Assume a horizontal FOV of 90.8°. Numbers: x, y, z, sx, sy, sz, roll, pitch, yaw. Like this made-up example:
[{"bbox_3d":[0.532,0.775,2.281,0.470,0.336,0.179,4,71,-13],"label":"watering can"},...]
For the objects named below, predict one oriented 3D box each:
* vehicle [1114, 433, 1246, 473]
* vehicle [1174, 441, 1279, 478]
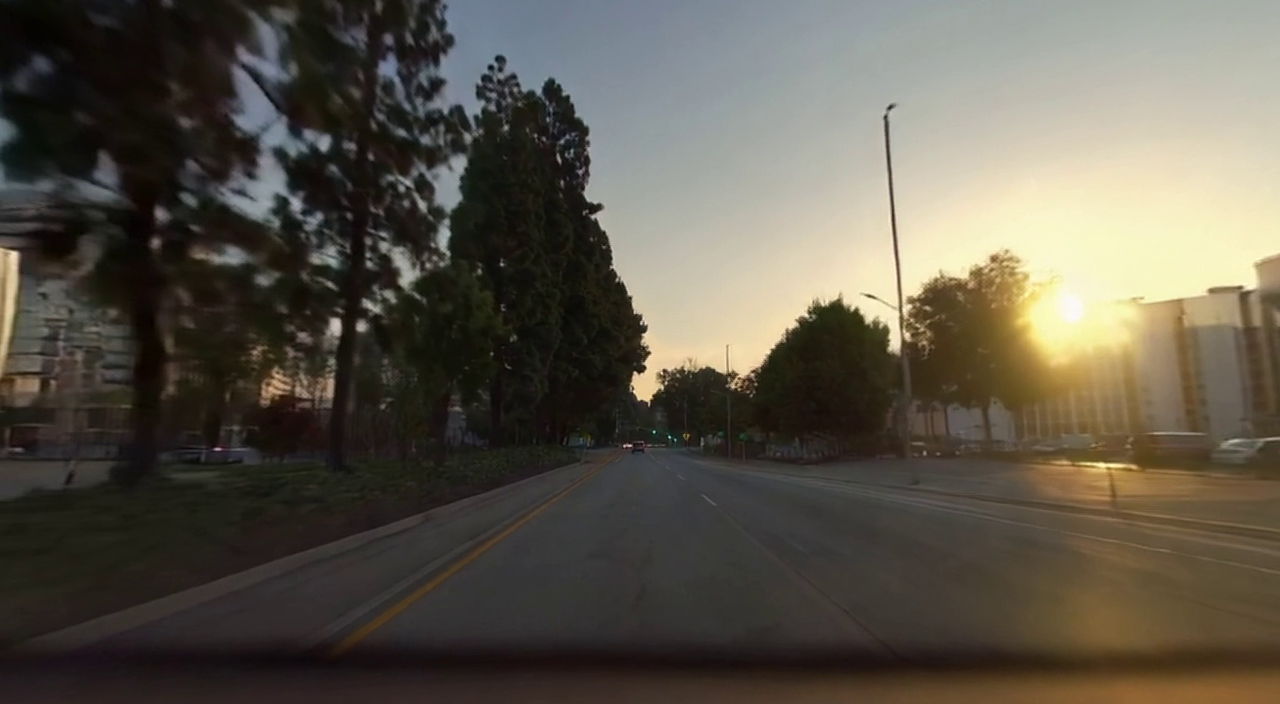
[{"bbox_3d":[30.056,5.644,35.288,5.244,1.992,2.226,-1,-9,-2],"label":"vehicle"},{"bbox_3d":[30.550,5.500,32.459,4.305,1.794,1.994,0,-8,0],"label":"vehicle"}]
